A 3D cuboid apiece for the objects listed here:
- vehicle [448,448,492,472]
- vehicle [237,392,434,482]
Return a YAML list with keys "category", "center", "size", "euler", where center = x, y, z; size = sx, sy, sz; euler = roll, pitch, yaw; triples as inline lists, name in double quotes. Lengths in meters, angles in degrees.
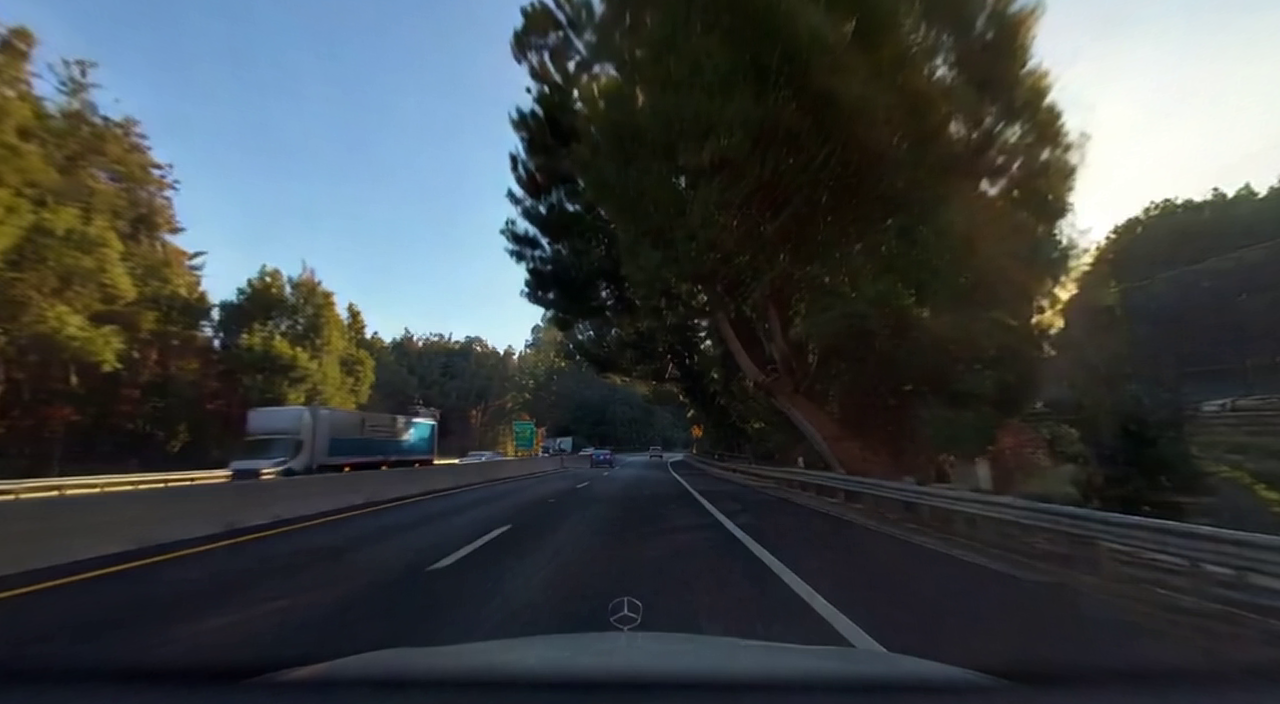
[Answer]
- category: "vehicle"
  center: [-12.175, 7.749, 45.506]
  size: [1.955, 1.579, 4.392]
  euler: [0, -9, 0]
- category: "vehicle"
  center: [-16.481, 5.108, 36.943]
  size: [2.833, 4.040, 16.950]
  euler: [0, -9, 1]
